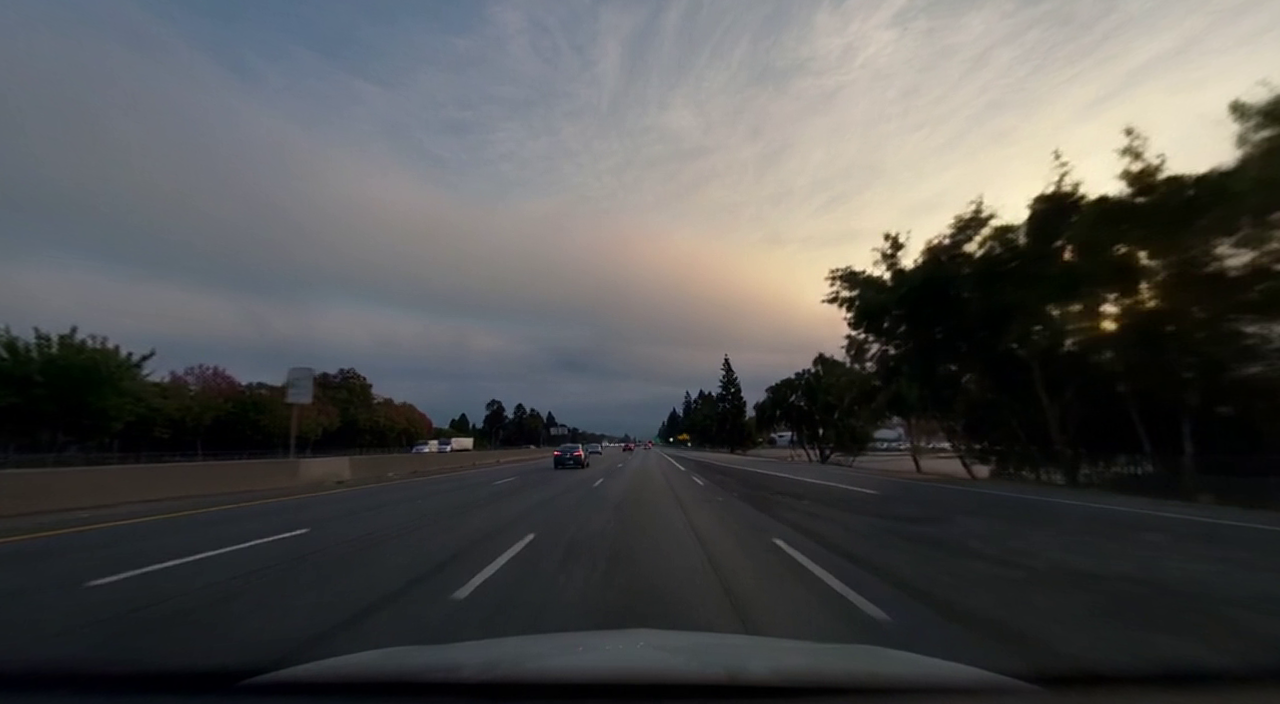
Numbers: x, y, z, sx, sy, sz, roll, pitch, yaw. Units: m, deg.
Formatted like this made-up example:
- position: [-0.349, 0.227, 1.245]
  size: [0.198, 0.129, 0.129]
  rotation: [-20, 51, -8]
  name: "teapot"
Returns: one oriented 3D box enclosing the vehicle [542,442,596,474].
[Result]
- position: [-3.445, 5.224, 31.353]
  size: [2.128, 1.450, 4.078]
  rotation: [-1, -9, 1]
  name: "vehicle"
